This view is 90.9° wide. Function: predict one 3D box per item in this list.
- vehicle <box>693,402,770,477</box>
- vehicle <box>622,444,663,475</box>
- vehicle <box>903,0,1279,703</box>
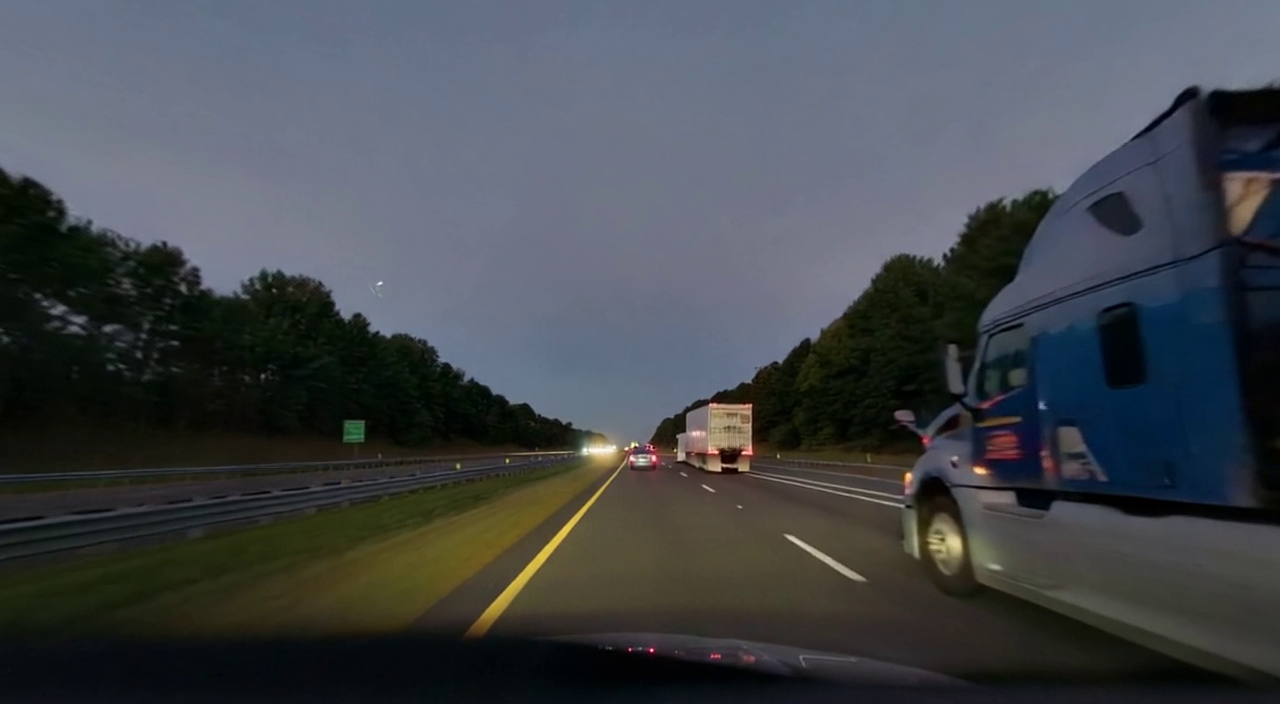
[{"bbox_3d":[4.286,4.304,30.749,2.684,3.263,5.865,0,-9,-2],"label":"vehicle"},{"bbox_3d":[0.106,5.638,33.360,2.051,1.513,4.511,0,-9,-1],"label":"vehicle"},{"bbox_3d":[3.794,-0.218,2.241,3.025,3.897,5.853,0,-9,0],"label":"vehicle"}]
